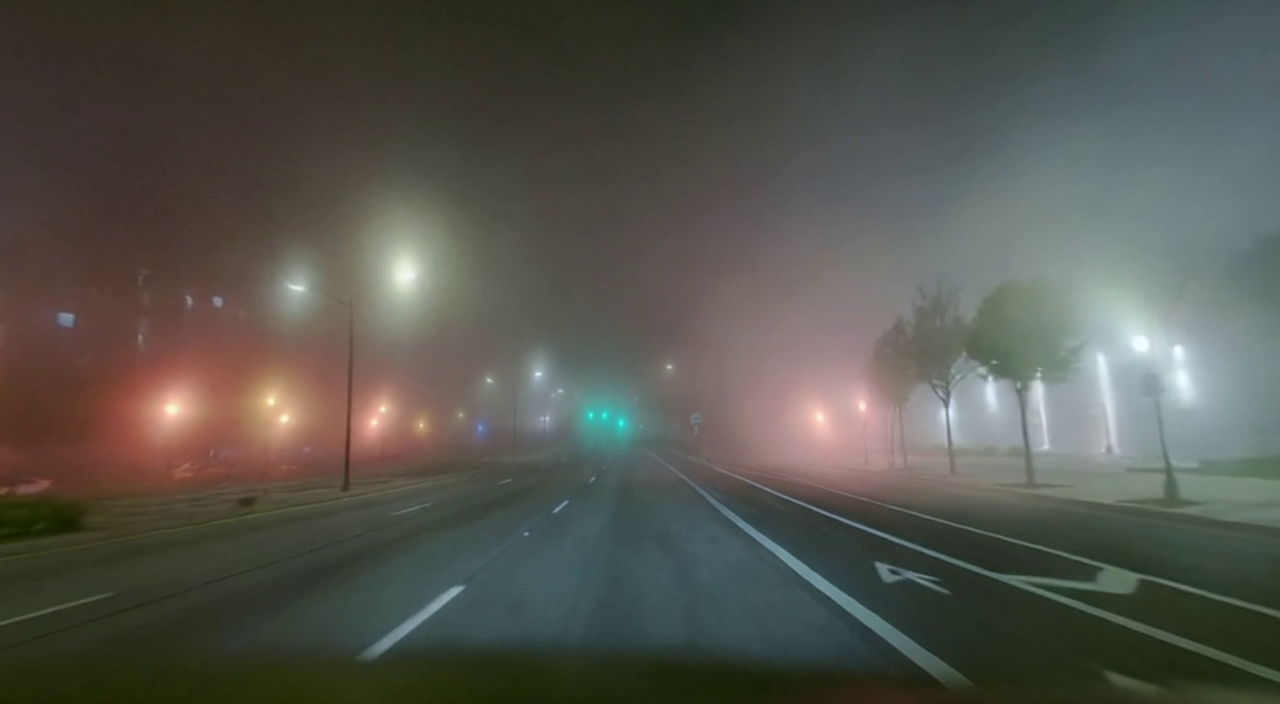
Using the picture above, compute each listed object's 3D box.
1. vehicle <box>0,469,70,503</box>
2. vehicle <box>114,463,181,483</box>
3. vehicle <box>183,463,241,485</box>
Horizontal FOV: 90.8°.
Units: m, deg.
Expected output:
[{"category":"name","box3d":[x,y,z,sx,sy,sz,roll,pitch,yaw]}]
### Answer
[{"category":"vehicle","box3d":[-32.940,6.981,33.066,2.020,1.552,4.568,0,-8,-2]},{"category":"vehicle","box3d":[-38.584,9.474,49.564,3.676,1.439,2.028,4,-9,-24]},{"category":"vehicle","box3d":[-33.053,9.439,48.941,1.743,1.435,4.183,-3,-9,-2]}]
